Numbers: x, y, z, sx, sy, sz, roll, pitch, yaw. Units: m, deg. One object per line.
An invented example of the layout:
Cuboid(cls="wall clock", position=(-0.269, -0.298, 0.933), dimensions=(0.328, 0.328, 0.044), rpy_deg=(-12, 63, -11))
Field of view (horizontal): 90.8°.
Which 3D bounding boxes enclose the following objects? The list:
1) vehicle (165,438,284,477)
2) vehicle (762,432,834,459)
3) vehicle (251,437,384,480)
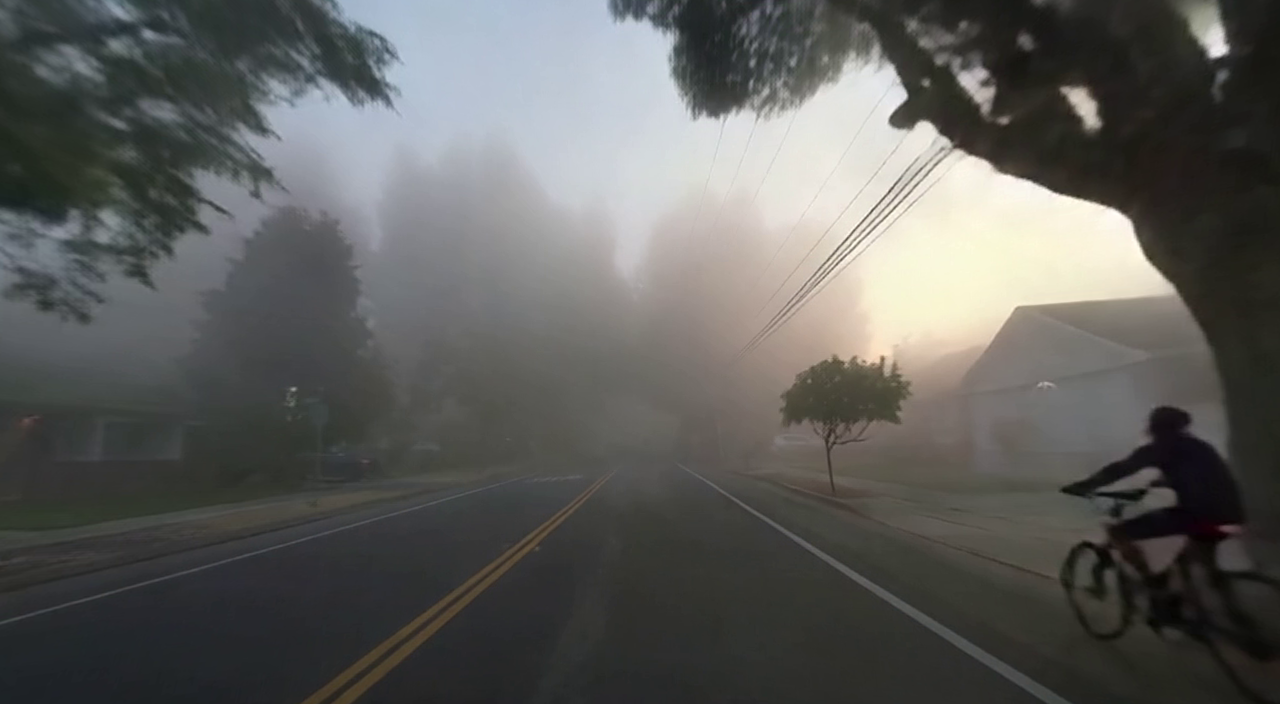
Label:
Cuboid(cls="vehicle", position=(-19.538, 4.933, 29.794), dimensions=(4.455, 1.707, 1.939), rpy_deg=(6, -10, -37))
Cuboid(cls="vehicle", position=(10.825, 6.432, 43.542), dimensions=(4.449, 1.765, 1.917), rpy_deg=(0, -8, 4))
Cuboid(cls="vehicle", position=(-13.682, 4.541, 27.007), dimensions=(4.587, 1.722, 1.906), rpy_deg=(0, -8, -1))
